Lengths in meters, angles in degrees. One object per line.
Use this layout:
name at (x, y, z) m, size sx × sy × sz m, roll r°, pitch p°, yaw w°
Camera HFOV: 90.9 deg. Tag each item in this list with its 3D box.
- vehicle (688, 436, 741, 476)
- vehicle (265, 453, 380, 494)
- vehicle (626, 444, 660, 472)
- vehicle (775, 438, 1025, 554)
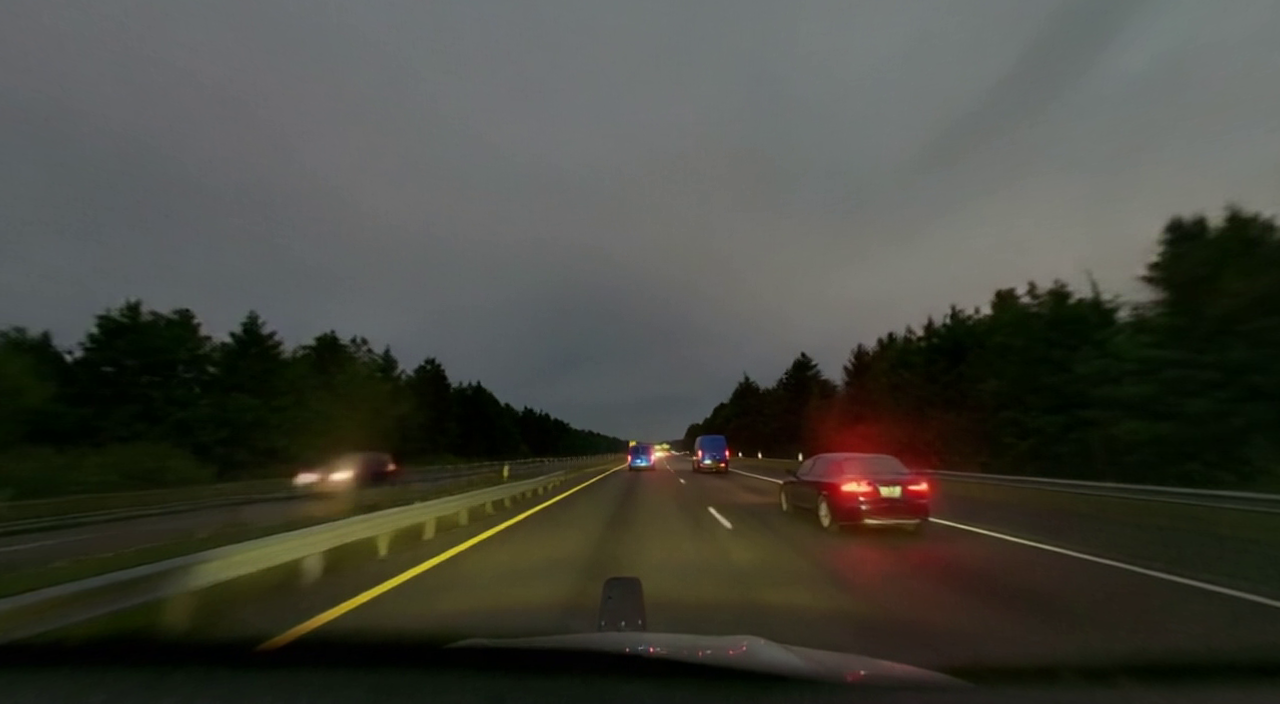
vehicle at (4.154, 5.916, 35.963) m, size 2.371 × 2.045 × 4.768 m, roll 0°, pitch -9°, yaw 0°
vehicle at (-12.425, 4.755, 25.069) m, size 2.071 × 1.427 × 4.697 m, roll -1°, pitch -9°, yaw 1°
vehicle at (0.210, 6.893, 41.102) m, size 2.087 × 1.707 × 4.316 m, roll -1°, pitch -9°, yaw 1°
vehicle at (3.793, 2.193, 10.404) m, size 2.043 × 1.431 × 4.922 m, roll 0°, pitch -9°, yaw 0°
